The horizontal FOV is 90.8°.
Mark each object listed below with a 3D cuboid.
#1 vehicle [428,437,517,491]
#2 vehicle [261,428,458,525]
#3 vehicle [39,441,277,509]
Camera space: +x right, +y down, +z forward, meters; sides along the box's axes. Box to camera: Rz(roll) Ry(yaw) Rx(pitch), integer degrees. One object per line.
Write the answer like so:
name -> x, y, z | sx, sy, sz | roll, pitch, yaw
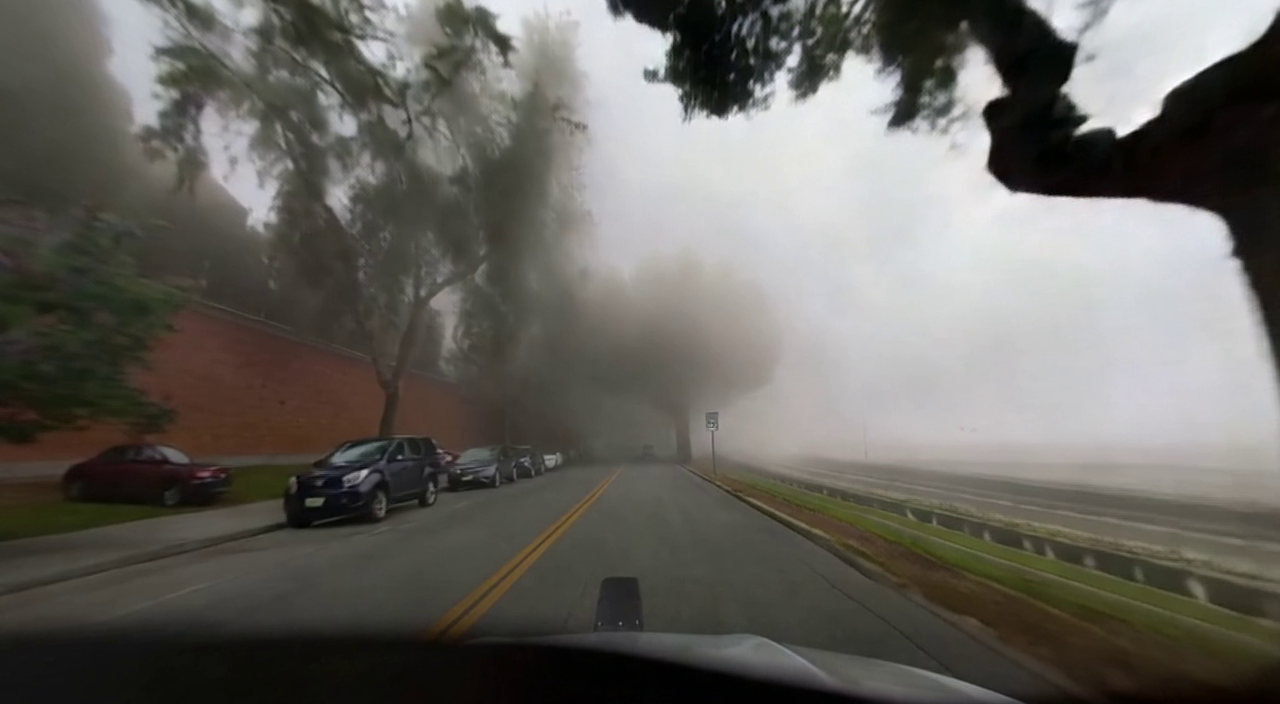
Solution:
vehicle -> -6.295, 4.212, 24.388 | 2.009, 1.820, 4.821 | 1, -8, 1
vehicle -> -6.202, 2.764, 14.975 | 2.109, 1.847, 5.553 | 0, -7, 0
vehicle -> -13.316, 3.393, 17.724 | 4.991, 1.692, 1.960 | 1, -8, 0
